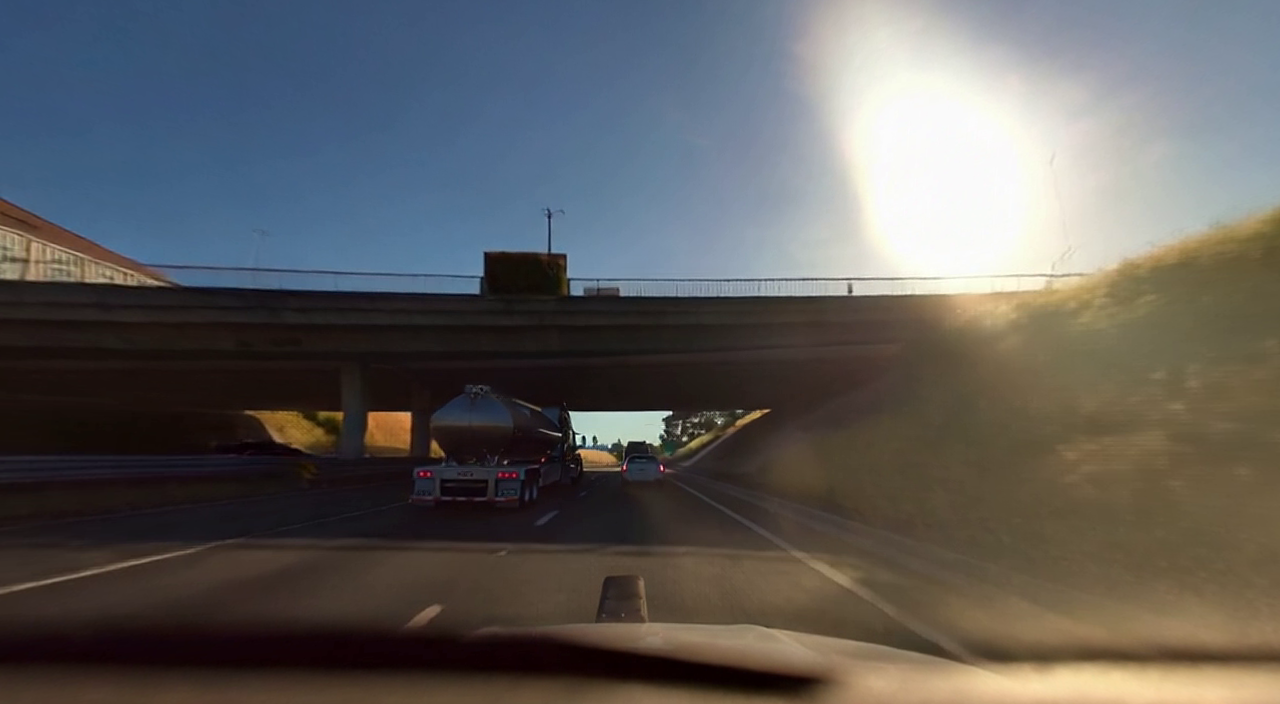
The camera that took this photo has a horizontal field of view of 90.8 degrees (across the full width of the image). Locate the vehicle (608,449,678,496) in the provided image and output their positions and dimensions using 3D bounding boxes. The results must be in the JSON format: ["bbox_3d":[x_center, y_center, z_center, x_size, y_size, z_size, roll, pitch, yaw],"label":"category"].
[{"bbox_3d":[0.059,4.138,22.137,2.215,1.481,4.246,0,-9,-1],"label":"vehicle"}]

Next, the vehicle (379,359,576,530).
[{"bbox_3d":[-4.132,3.011,20.570,2.896,3.563,14.643,0,-9,-1],"label":"vehicle"}]
